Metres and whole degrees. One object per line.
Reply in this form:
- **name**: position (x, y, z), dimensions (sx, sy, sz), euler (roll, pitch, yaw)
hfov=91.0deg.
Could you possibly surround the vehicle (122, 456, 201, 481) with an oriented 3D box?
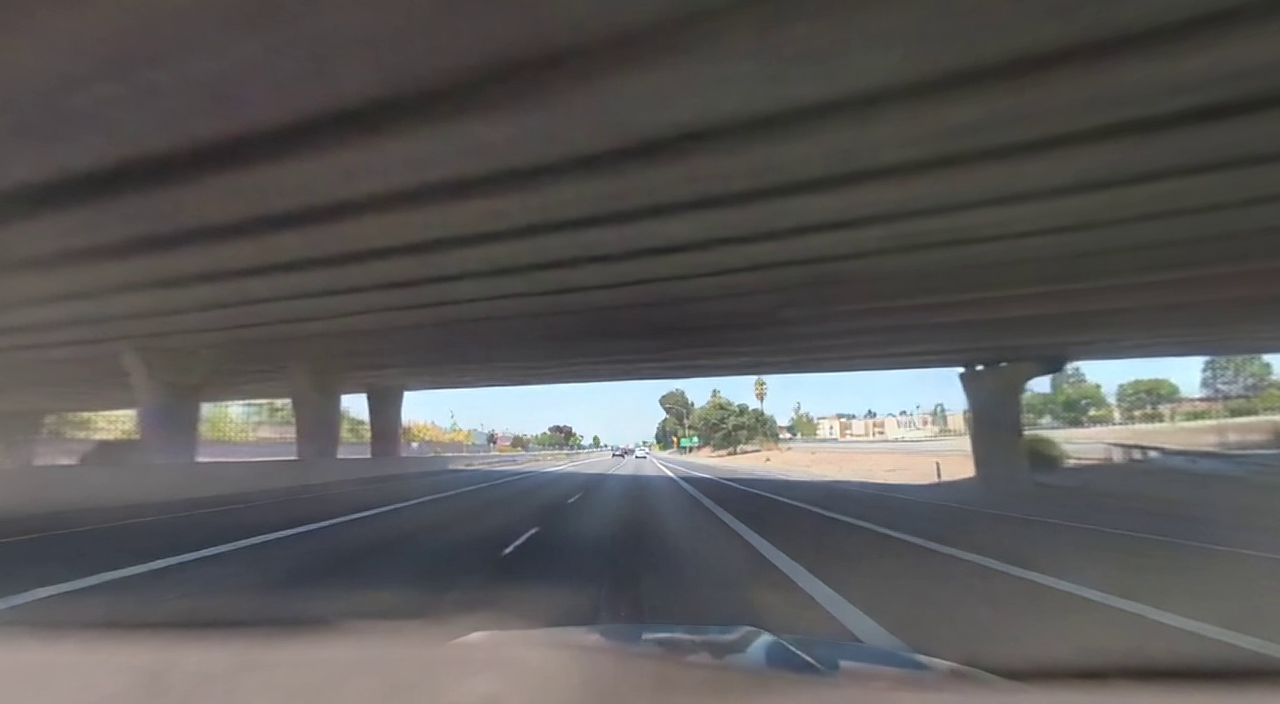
- **vehicle**: position (-31.450, 7.653, 41.555), dimensions (1.929, 1.534, 4.265), euler (0, -9, -2)
